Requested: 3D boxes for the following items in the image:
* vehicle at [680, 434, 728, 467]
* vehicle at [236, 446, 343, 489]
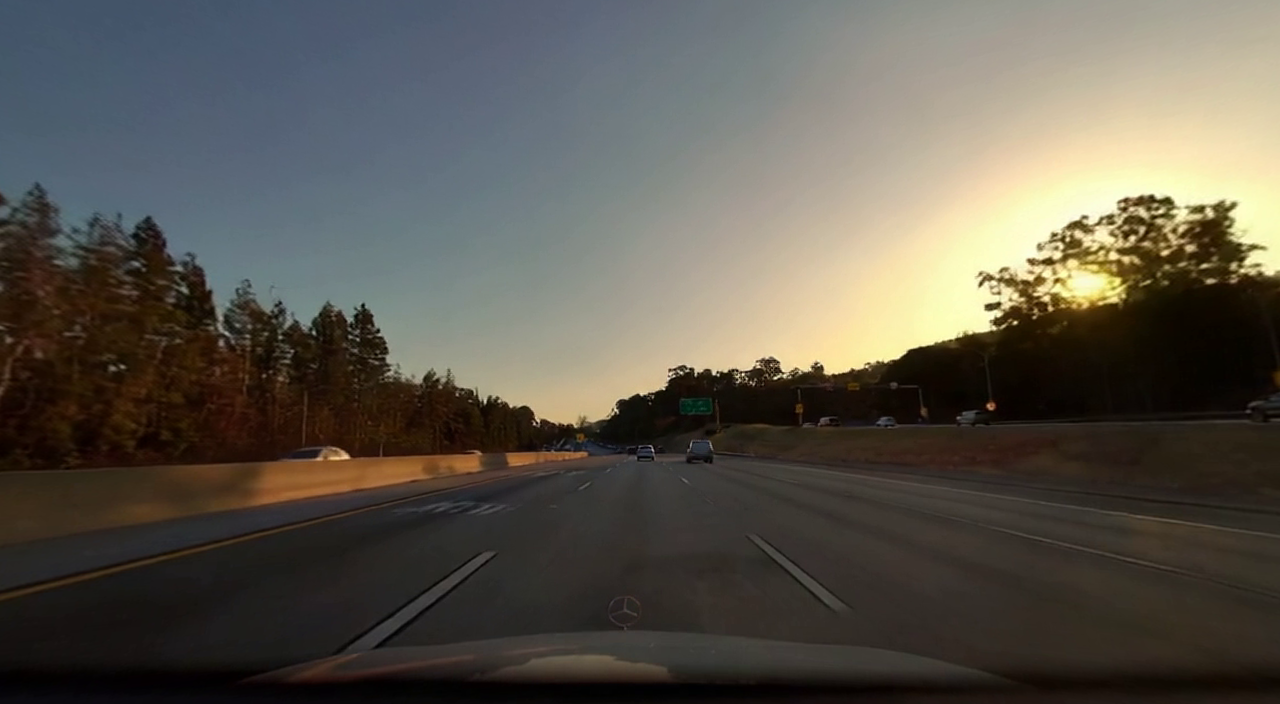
[{"bbox_3d":[4.186,6.610,42.317,2.505,2.020,5.532,0,-9,-1],"label":"vehicle"},{"bbox_3d":[-15.104,4.955,27.543,1.995,1.685,4.620,0,-8,1],"label":"vehicle"}]
